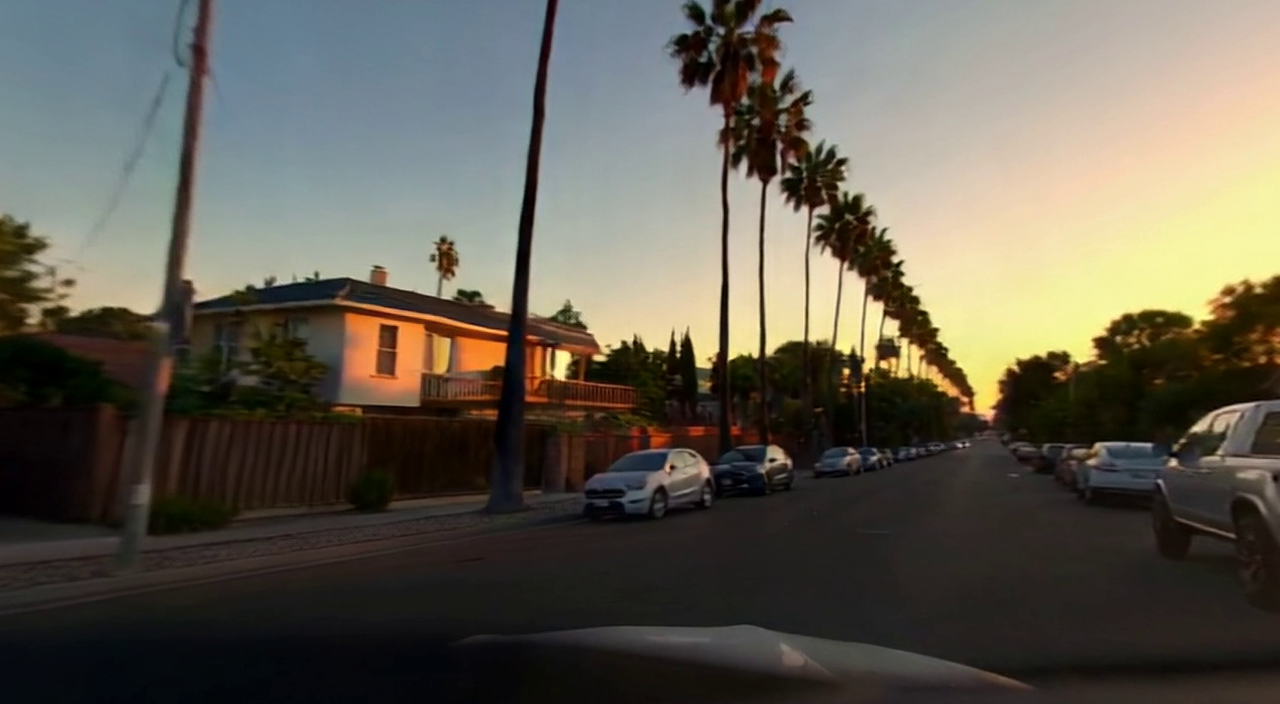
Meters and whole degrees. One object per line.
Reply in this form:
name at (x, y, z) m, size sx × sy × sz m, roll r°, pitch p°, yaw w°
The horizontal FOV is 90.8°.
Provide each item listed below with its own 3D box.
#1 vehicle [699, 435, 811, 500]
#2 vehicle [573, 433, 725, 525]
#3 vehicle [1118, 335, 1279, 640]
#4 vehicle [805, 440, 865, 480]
vehicle at (3.929, 3.681, 20.755) m, size 2.020 × 1.819 × 5.168 m, roll -5°, pitch -10°, yaw 28°
vehicle at (0.339, 2.685, 13.947) m, size 1.816 × 1.697 × 3.777 m, roll -4°, pitch -9°, yaw 27°
vehicle at (7.226, 1.306, 6.466) m, size 2.649 × 2.232 × 6.576 m, roll -5°, pitch -9°, yaw 29°
vehicle at (9.790, 5.359, 31.547) m, size 1.947 × 1.803 × 4.381 m, roll -7°, pitch -11°, yaw 27°
